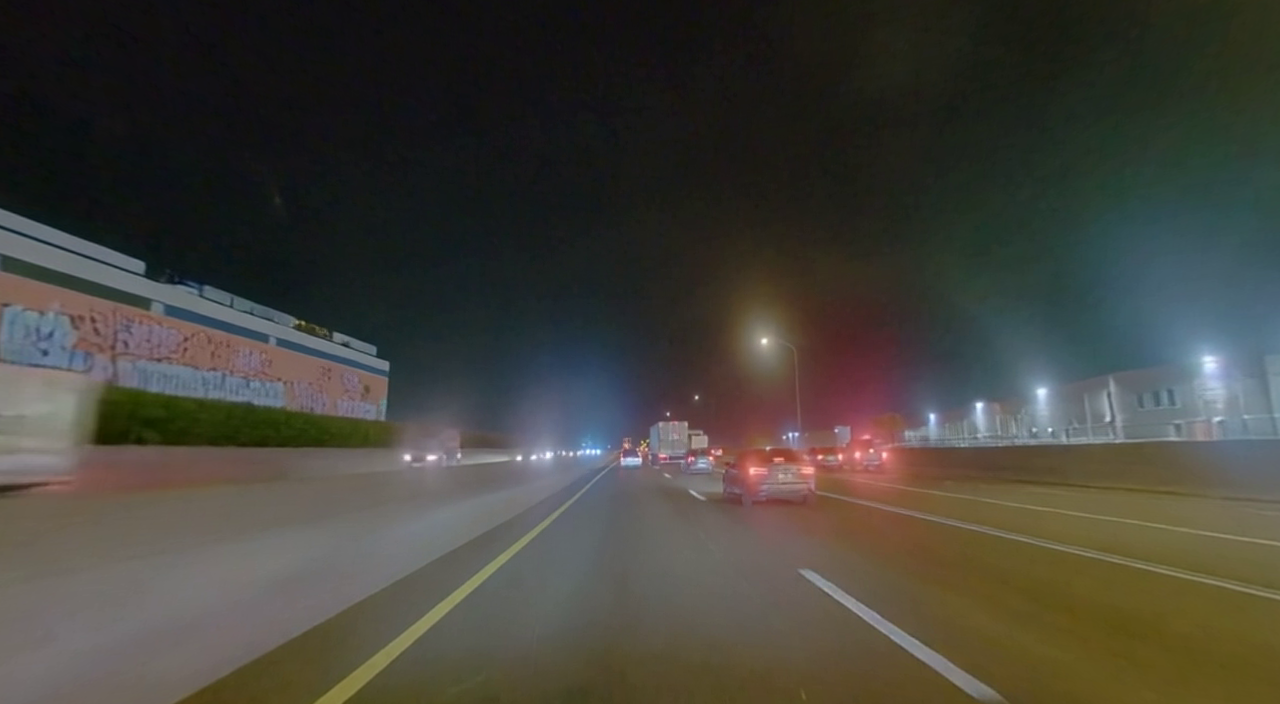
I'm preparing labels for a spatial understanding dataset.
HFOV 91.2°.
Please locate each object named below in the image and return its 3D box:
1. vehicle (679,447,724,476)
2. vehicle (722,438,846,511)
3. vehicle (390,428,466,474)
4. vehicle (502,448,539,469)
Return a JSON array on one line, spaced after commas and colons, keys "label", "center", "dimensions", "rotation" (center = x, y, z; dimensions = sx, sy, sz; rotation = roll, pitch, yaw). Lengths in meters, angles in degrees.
[{"label": "vehicle", "center": [3.608, 6.506, 37.410], "dimensions": [2.085, 1.588, 4.436], "rotation": [0, -9, -2]}, {"label": "vehicle", "center": [3.557, 3.114, 16.464], "dimensions": [2.045, 1.605, 4.674], "rotation": [0, -9, -1]}, {"label": "vehicle", "center": [-12.493, 5.925, 37.540], "dimensions": [2.373, 2.502, 6.255], "rotation": [0, -9, 0]}, {"label": "vehicle", "center": [-9.278, 8.296, 49.089], "dimensions": [1.965, 1.527, 4.704], "rotation": [0, -9, 0]}]
